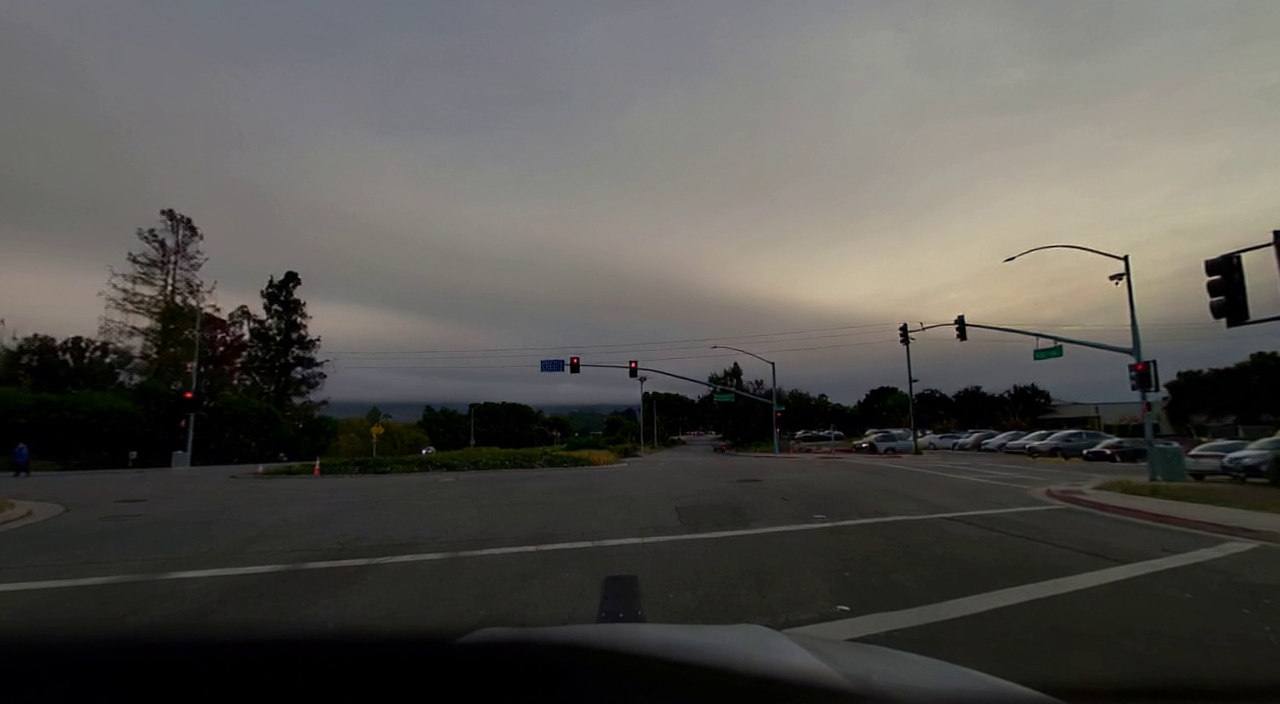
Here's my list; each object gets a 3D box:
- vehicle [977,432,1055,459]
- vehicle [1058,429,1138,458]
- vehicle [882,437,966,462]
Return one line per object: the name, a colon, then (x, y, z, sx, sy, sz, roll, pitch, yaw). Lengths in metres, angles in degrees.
vehicle: (26.961, 6.724, 45.269, 5.032, 1.828, 2.183, 4, -9, -24)
vehicle: (36.094, 7.194, 49.731, 6.148, 2.119, 2.473, 4, -10, -28)
vehicle: (18.711, 6.421, 41.624, 5.234, 1.549, 1.982, 4, -9, -24)
